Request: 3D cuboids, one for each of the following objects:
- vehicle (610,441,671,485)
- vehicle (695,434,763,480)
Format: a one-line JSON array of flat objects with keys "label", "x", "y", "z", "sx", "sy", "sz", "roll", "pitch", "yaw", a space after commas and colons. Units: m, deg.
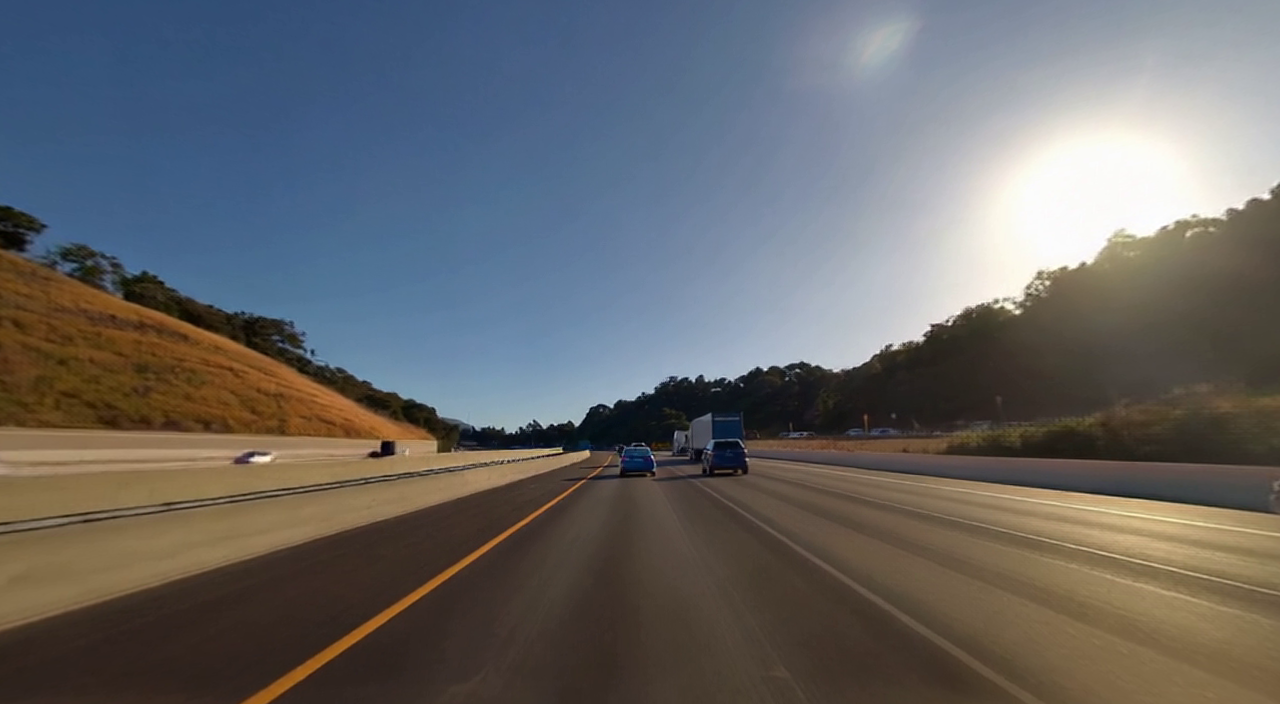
[{"label": "vehicle", "x": -0.038, "y": 4.123, "z": 23.763, "sx": 2.083, "sy": 1.477, "sz": 3.965, "roll": 0, "pitch": -9, "yaw": -2}, {"label": "vehicle", "x": 3.711, "y": 4.472, "z": 27.181, "sx": 2.098, "sy": 1.794, "sz": 4.561, "roll": 0, "pitch": -9, "yaw": -2}]
